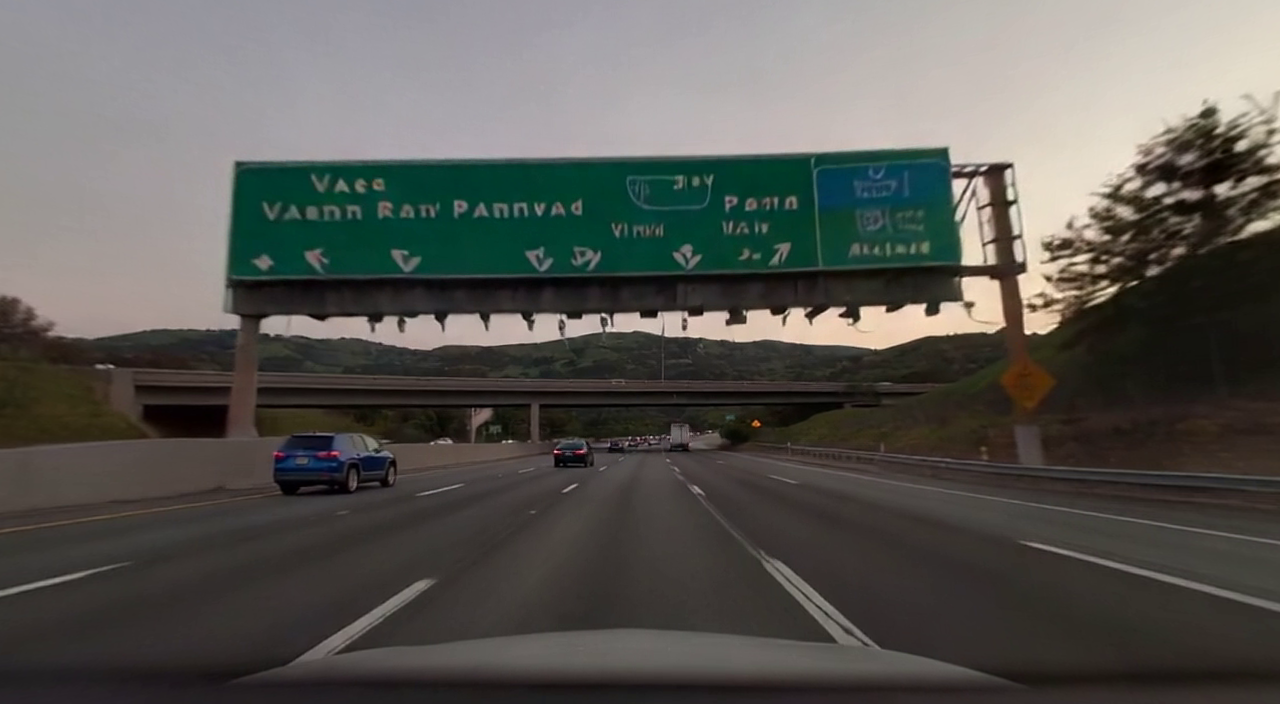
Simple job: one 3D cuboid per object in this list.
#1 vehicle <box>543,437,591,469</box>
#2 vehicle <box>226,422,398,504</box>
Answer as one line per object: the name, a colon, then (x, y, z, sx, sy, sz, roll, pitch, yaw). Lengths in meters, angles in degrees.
vehicle: (-3.668, 5.182, 32.468, 1.925, 1.509, 4.363, 0, -9, 1)
vehicle: (-7.646, 2.619, 15.282, 1.860, 1.694, 4.173, 0, -9, 0)
